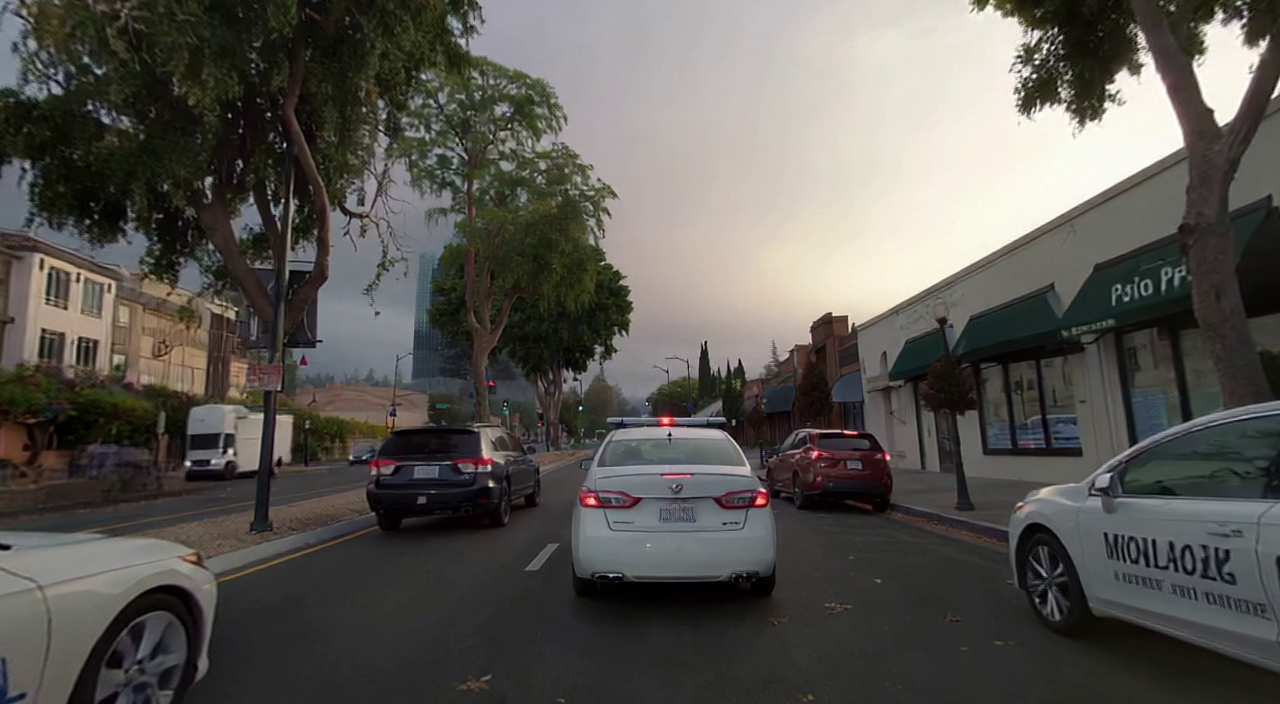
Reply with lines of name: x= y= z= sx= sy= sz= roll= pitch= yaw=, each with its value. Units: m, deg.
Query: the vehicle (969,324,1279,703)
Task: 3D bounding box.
vehicle: x=4.023 y=0.908 z=3.242 sx=1.987 sy=1.877 sz=5.330 roll=3 pitch=-8 yaw=2

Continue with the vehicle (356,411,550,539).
vehicle: x=-2.986 y=2.093 z=11.296 sx=2.135 sy=1.806 sz=4.514 roll=0 pitch=-8 yaw=-1

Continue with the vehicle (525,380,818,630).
vehicle: x=0.215 y=1.386 z=6.578 sx=2.075 sy=1.770 sz=4.018 roll=0 pitch=-8 yaw=0

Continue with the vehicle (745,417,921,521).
vehicle: x=4.034 y=2.590 z=14.531 sx=2.038 sy=1.865 sz=5.786 roll=1 pitch=-8 yaw=-2

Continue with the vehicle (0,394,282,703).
vehicle: x=-2.952 y=0.783 z=1.340 sx=1.908 sy=1.474 sz=4.257 roll=0 pitch=-8 yaw=-1
